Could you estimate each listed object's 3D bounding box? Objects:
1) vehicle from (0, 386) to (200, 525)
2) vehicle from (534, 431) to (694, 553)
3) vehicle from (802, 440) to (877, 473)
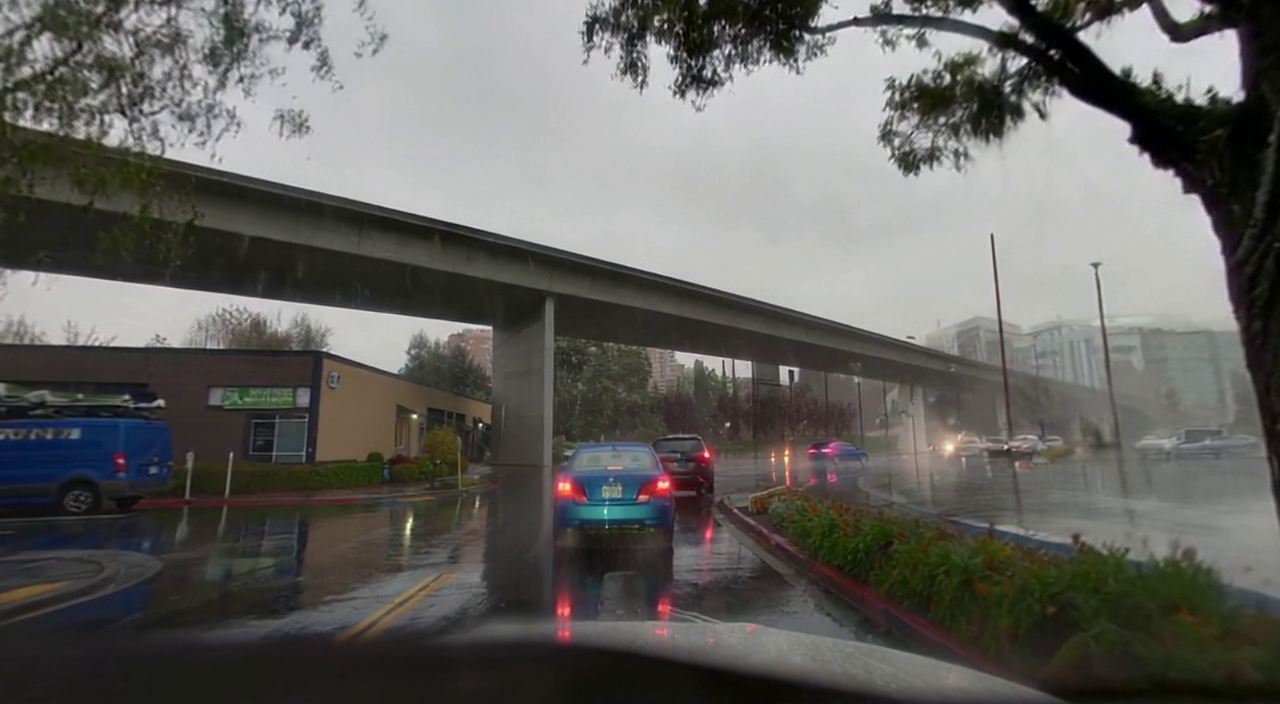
[{"bbox_3d":[-13.546,2.279,14.092,5.356,2.762,2.644,0,-9,1],"label":"vehicle"},{"bbox_3d":[-0.277,2.190,10.666,2.087,1.578,4.652,0,-8,2],"label":"vehicle"},{"bbox_3d":[11.774,6.115,37.257,4.425,1.828,2.032,7,-11,-38],"label":"vehicle"}]
